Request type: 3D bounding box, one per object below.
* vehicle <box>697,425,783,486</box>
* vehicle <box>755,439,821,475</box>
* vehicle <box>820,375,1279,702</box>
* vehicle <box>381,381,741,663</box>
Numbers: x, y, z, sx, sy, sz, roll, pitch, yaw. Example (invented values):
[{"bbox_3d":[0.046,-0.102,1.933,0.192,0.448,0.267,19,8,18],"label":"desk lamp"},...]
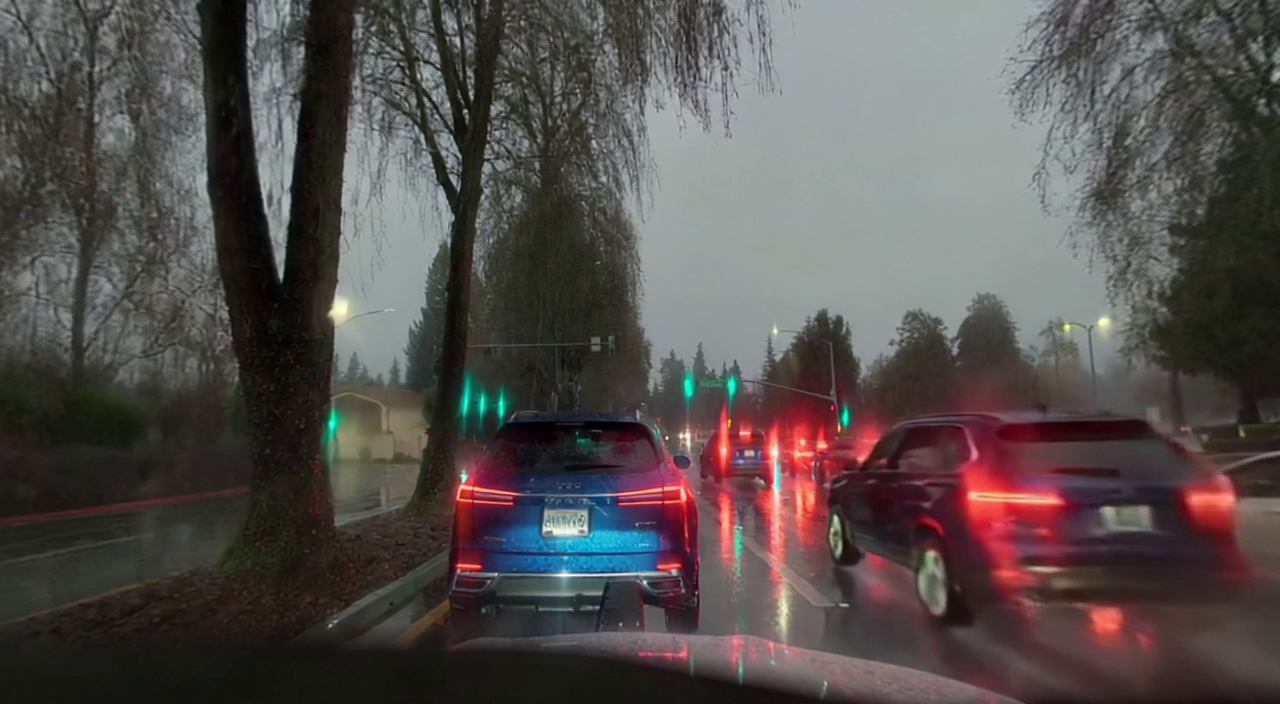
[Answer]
[{"bbox_3d":[3.355,3.619,22.310,2.200,1.909,4.853,0,-9,-1],"label":"vehicle"},{"bbox_3d":[6.626,4.771,28.845,1.917,1.489,4.625,0,-8,0],"label":"vehicle"},{"bbox_3d":[3.234,1.286,5.536,1.963,1.682,4.407,0,-9,0],"label":"vehicle"},{"bbox_3d":[-0.433,1.354,6.088,2.201,1.709,4.271,0,-9,1],"label":"vehicle"}]
